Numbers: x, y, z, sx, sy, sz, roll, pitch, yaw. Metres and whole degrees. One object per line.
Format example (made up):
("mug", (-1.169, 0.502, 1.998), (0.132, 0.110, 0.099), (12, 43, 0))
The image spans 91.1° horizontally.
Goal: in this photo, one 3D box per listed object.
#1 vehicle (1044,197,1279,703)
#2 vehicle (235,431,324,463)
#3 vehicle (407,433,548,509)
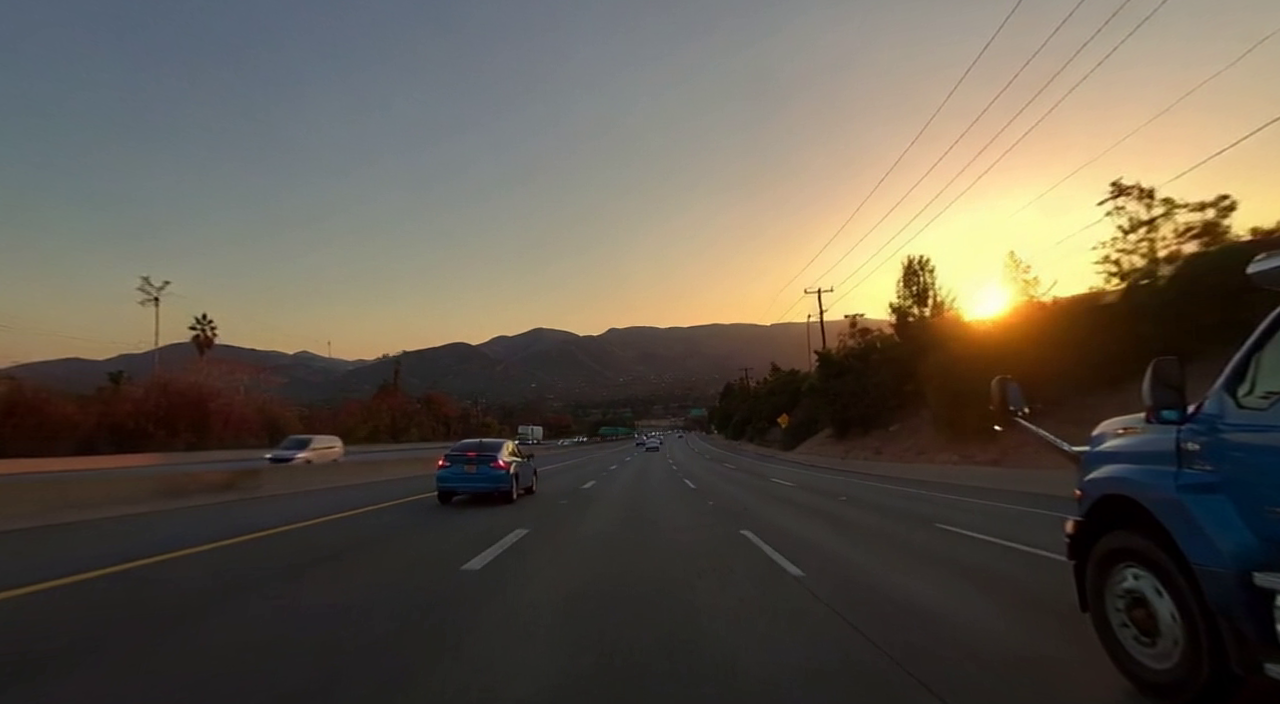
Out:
("vehicle", (3.654, 0.252, 0.345), (2.538, 2.228, 6.370), (0, -9, -1))
("vehicle", (-25.467, 6.759, 44.660), (2.494, 2.042, 6.228), (0, -9, 1))
("vehicle", (-3.583, 2.719, 14.814), (1.974, 1.493, 4.563), (0, -9, 2))
